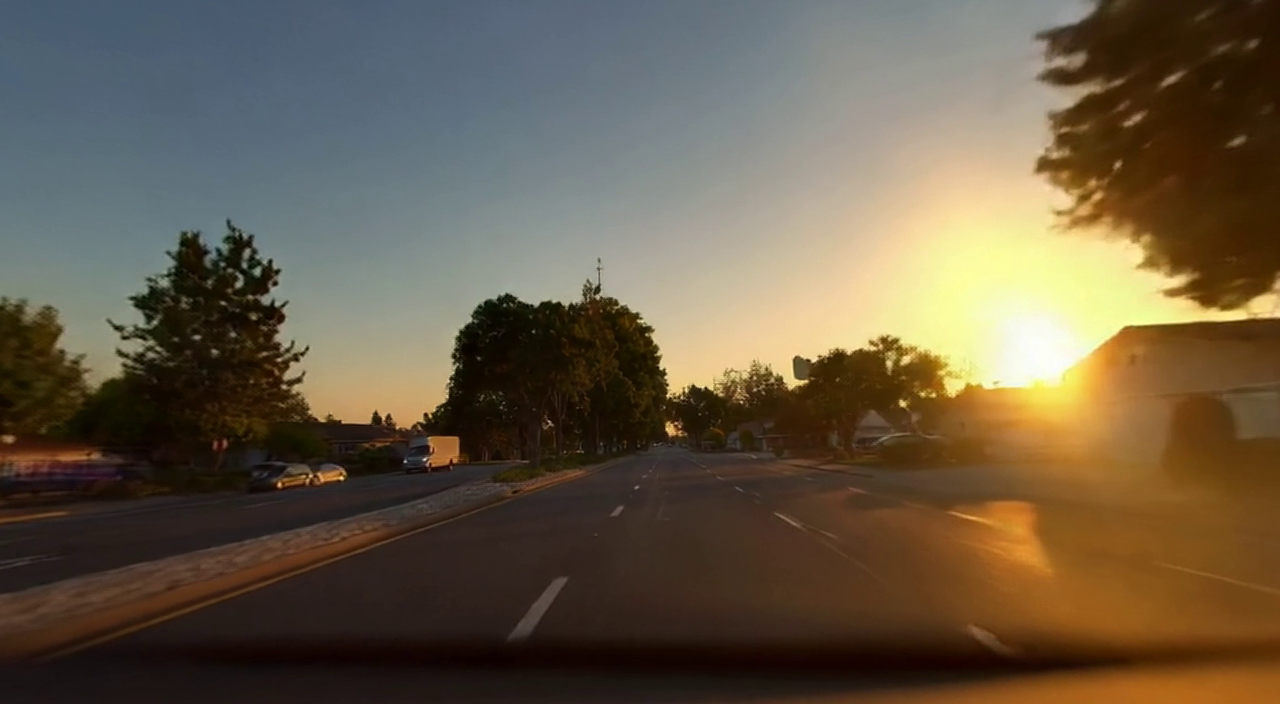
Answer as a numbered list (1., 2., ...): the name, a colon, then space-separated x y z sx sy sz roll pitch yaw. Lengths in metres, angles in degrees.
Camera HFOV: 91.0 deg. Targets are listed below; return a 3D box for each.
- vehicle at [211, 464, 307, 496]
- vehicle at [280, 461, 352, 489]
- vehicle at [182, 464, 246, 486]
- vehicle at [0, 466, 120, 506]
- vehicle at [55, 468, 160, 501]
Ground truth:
1. vehicle: -19.914 6.687 33.172 1.929 1.393 4.611 -1 -8 4
2. vehicle: -19.703 7.462 38.505 1.820 1.459 4.559 -1 -8 3
3. vehicle: -29.366 8.470 43.507 1.610 1.378 3.889 -2 -10 0
4. vehicle: -29.147 6.624 31.476 1.870 1.601 5.128 0 -8 0
5. vehicle: -26.634 6.608 31.677 1.872 1.413 3.806 -1 -9 1
